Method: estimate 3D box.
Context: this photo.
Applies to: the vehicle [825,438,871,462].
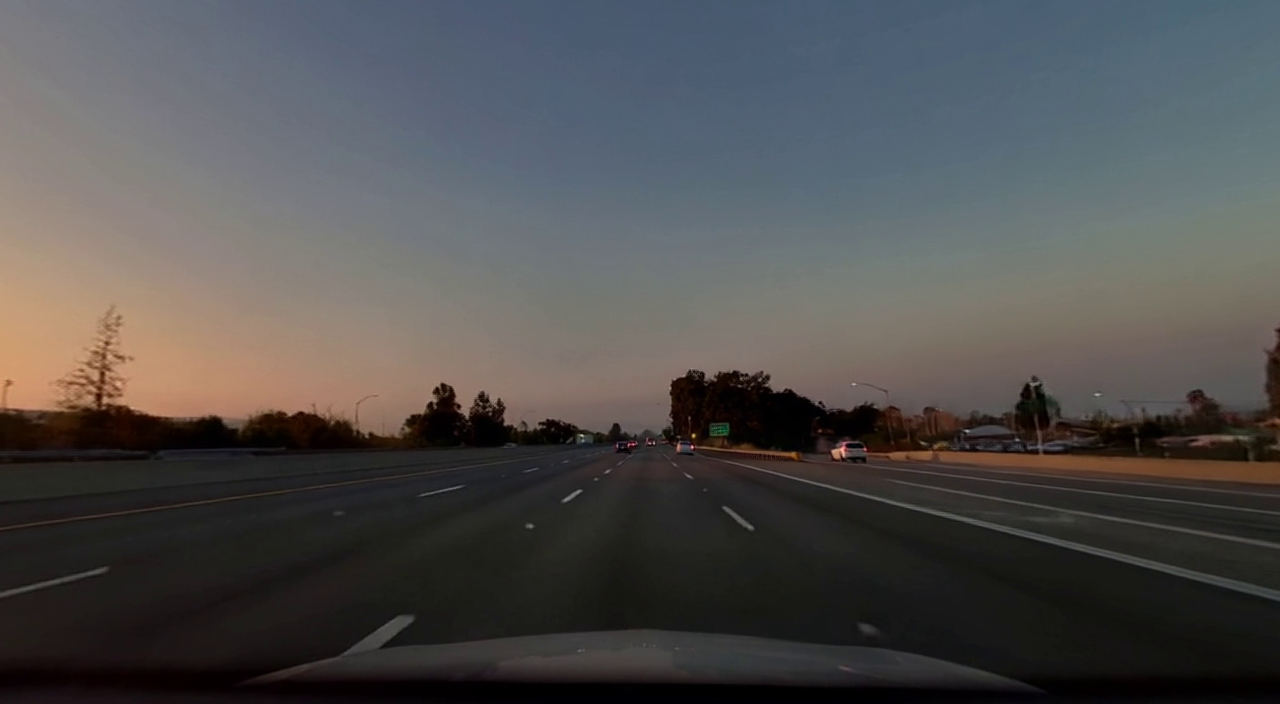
[{"bbox_3d":[15.579,7.367,47.448,2.039,1.658,4.457,0,-8,3],"label":"vehicle"}]
